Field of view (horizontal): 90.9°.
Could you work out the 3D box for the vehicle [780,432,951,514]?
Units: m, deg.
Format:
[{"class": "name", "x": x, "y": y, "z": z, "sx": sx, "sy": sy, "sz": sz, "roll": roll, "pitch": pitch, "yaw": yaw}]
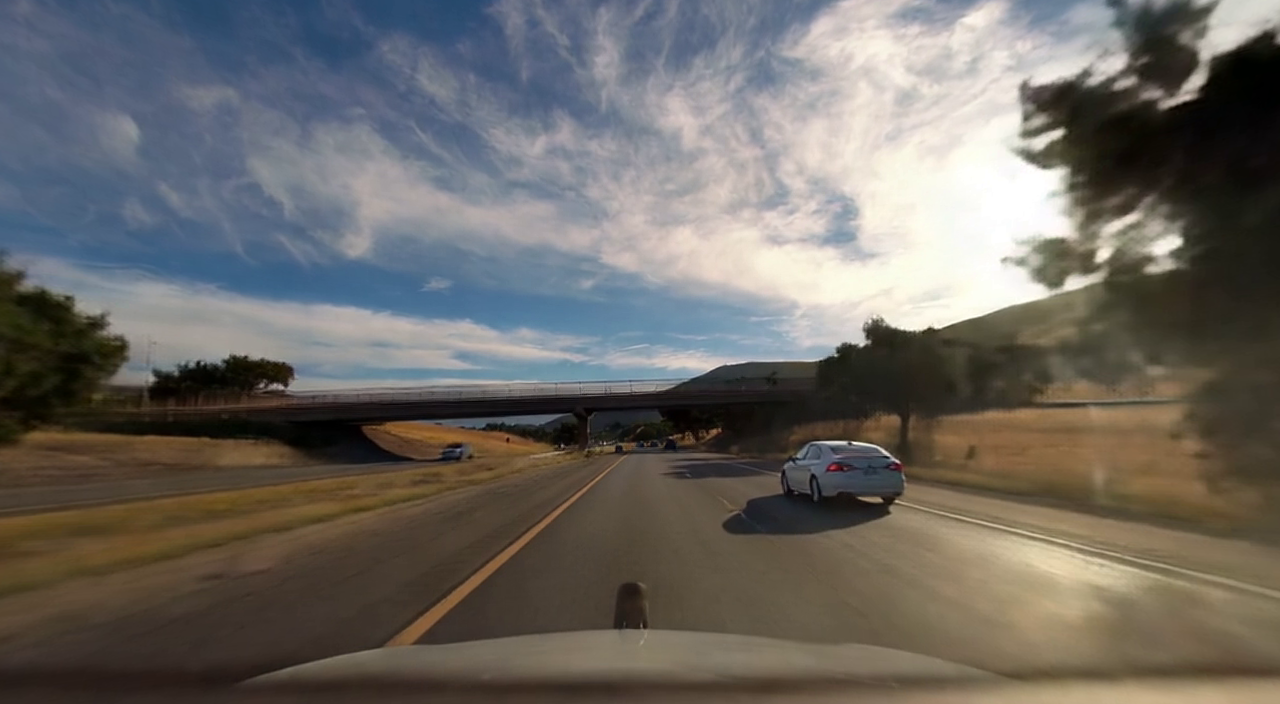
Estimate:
[{"class": "vehicle", "x": 4.695, "y": 2.591, "z": 14.057, "sx": 2.027, "sy": 1.487, "sz": 4.718, "roll": 0, "pitch": -8, "yaw": -1}]
